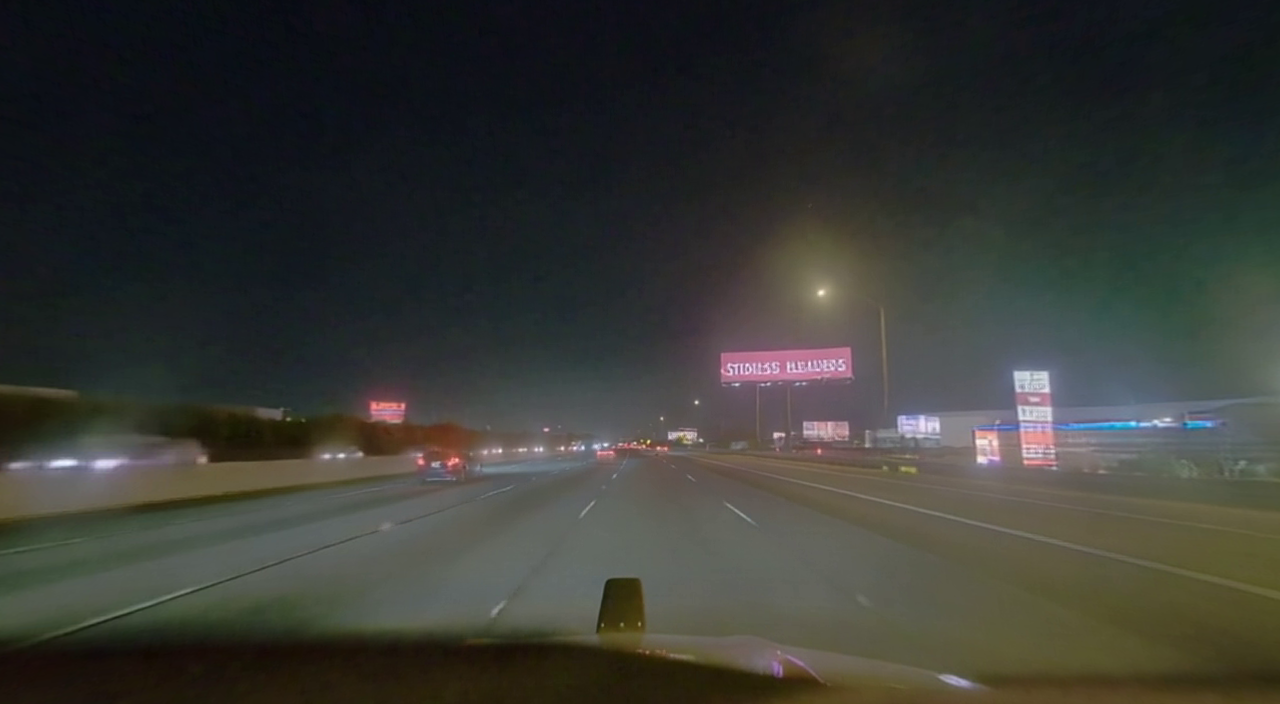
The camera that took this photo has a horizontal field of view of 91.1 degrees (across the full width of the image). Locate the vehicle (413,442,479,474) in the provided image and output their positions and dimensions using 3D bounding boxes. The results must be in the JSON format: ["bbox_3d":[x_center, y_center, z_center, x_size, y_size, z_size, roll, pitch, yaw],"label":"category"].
[{"bbox_3d":[-10.084,5.534,32.993,1.974,1.513,4.584,0,-9,0],"label":"vehicle"}]

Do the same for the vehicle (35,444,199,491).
[{"bbox_3d":[-18.657,4.107,22.748,1.857,1.533,4.696,0,-9,0],"label":"vehicle"}]
